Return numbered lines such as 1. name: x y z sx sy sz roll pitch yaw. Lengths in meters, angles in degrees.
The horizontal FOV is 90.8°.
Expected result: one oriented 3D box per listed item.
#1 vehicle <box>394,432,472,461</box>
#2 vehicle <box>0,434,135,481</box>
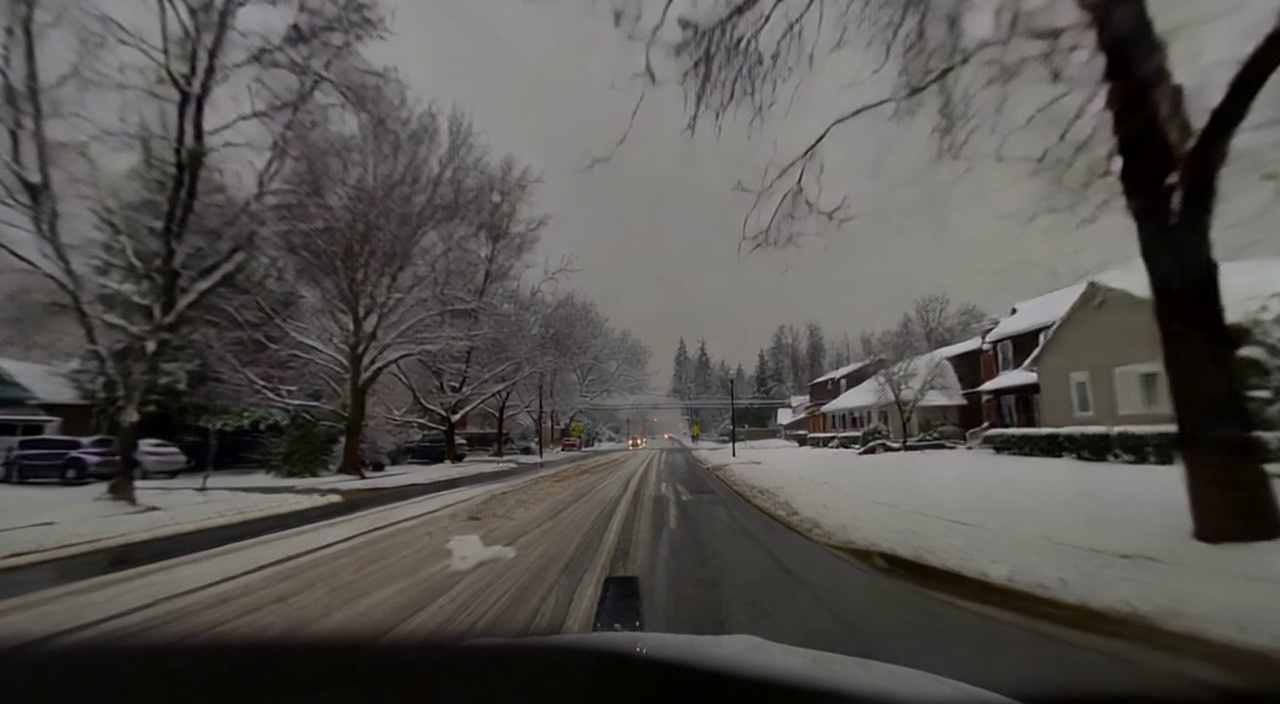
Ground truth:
1. vehicle: -13.100 5.999 40.202 4.370 1.761 1.901 1 -8 -5
2. vehicle: -19.778 3.474 20.841 4.373 1.464 1.917 2 -10 -18
